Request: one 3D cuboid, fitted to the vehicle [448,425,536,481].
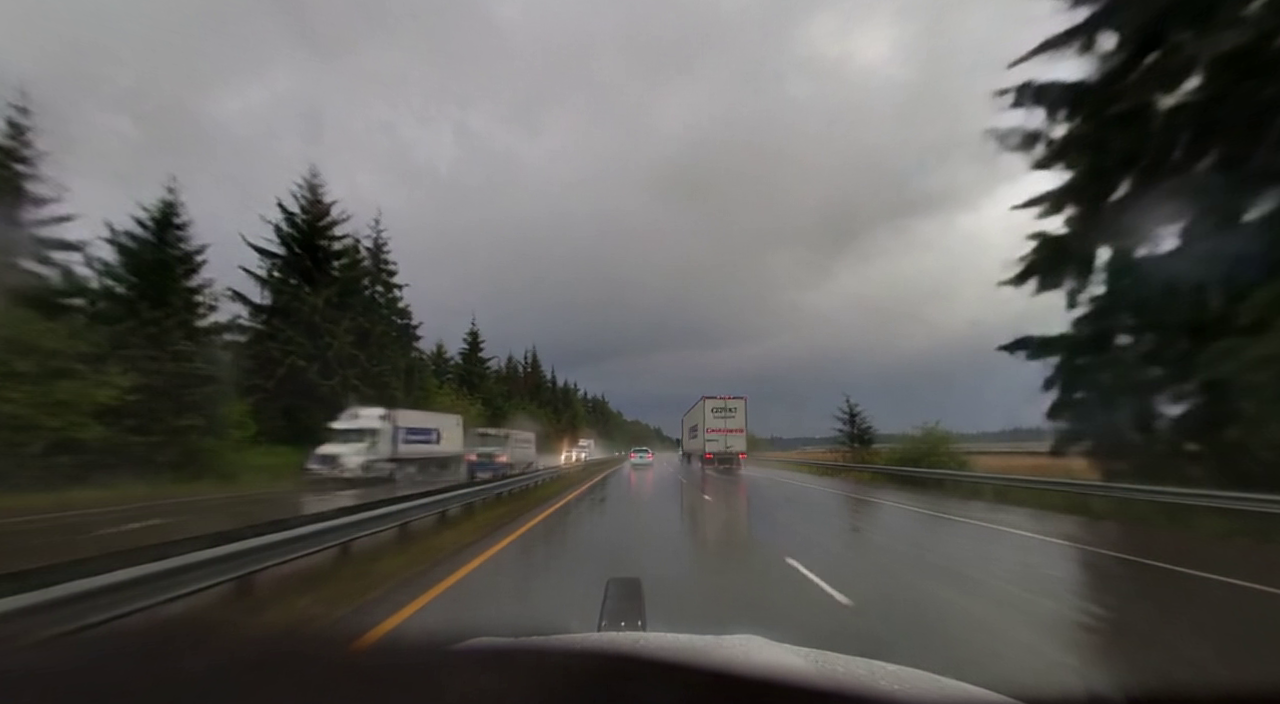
[{"bbox_3d":[-8.225,5.779,36.123,3.033,2.814,7.504,0,-9,1],"label":"vehicle"}]

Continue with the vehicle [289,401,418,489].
[{"bbox_3d":[-12.911,4.297,29.112,3.001,3.604,5.968,0,-9,1],"label":"vehicle"}]

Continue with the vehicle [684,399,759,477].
[{"bbox_3d":[4.803,5.621,40.336,2.909,4.074,14.457,0,-9,0],"label":"vehicle"}]

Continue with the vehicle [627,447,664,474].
[{"bbox_3d":[0.351,6.344,37.134,2.074,1.475,3.960,0,-9,1],"label":"vehicle"}]
